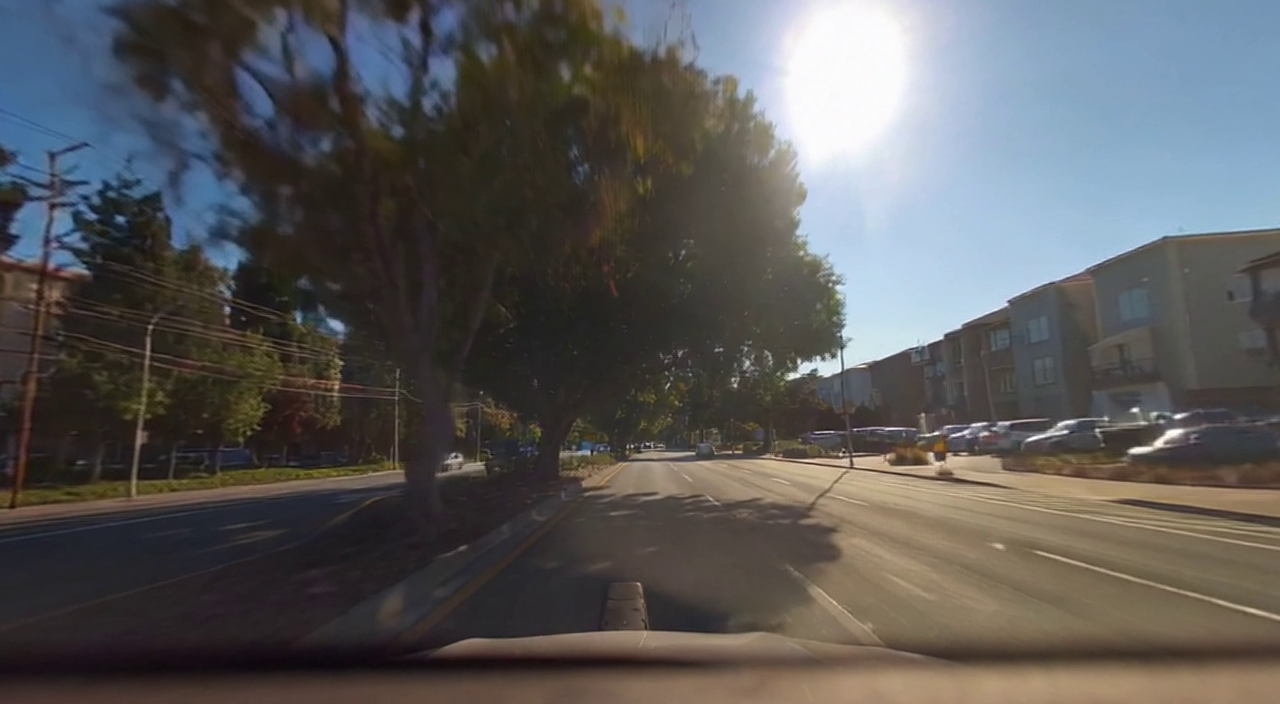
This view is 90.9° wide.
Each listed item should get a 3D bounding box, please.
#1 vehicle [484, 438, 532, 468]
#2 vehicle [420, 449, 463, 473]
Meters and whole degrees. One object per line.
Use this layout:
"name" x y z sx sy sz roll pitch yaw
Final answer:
"vehicle" -9.526 7.371 46.030 2.180 2.034 5.429 -1 -9 1
"vehicle" -15.534 8.532 49.576 1.930 1.738 4.339 0 -9 0
